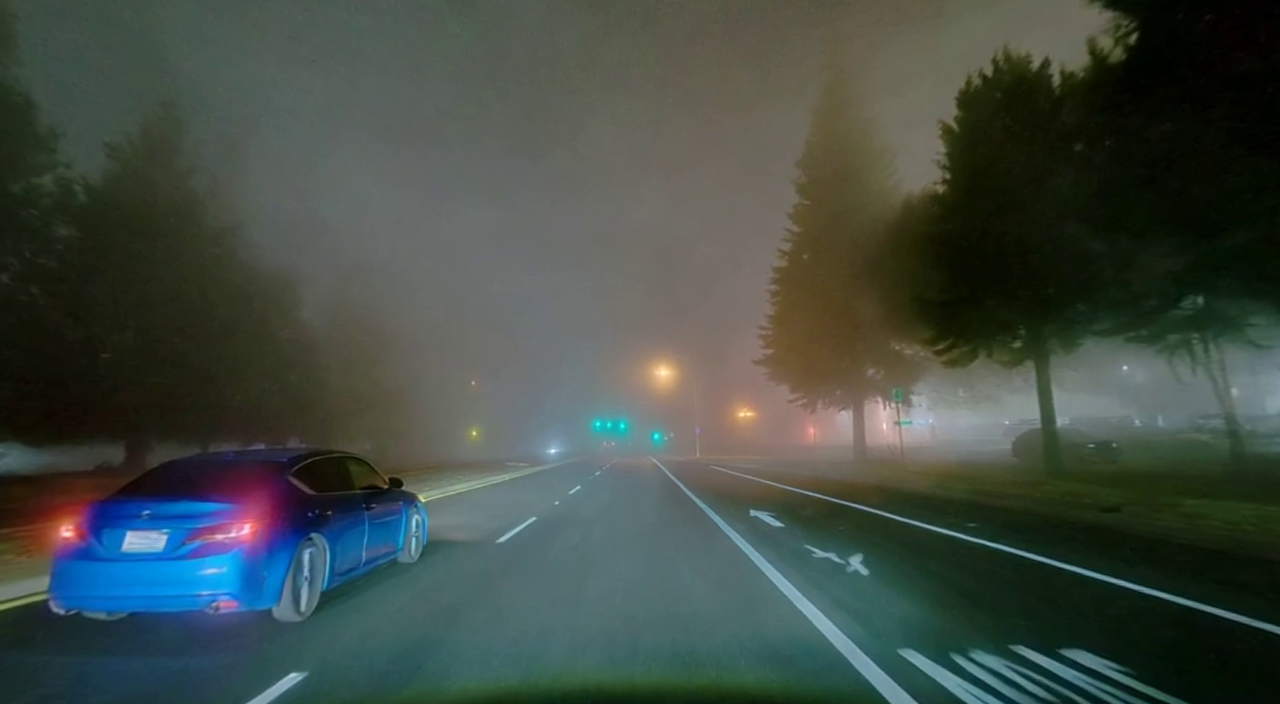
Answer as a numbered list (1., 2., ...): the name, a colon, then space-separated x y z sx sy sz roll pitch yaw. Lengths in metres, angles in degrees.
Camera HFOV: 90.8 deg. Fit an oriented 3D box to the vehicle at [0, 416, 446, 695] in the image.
1. vehicle: -3.322 1.386 5.472 1.964 1.472 4.078 0 -8 0
